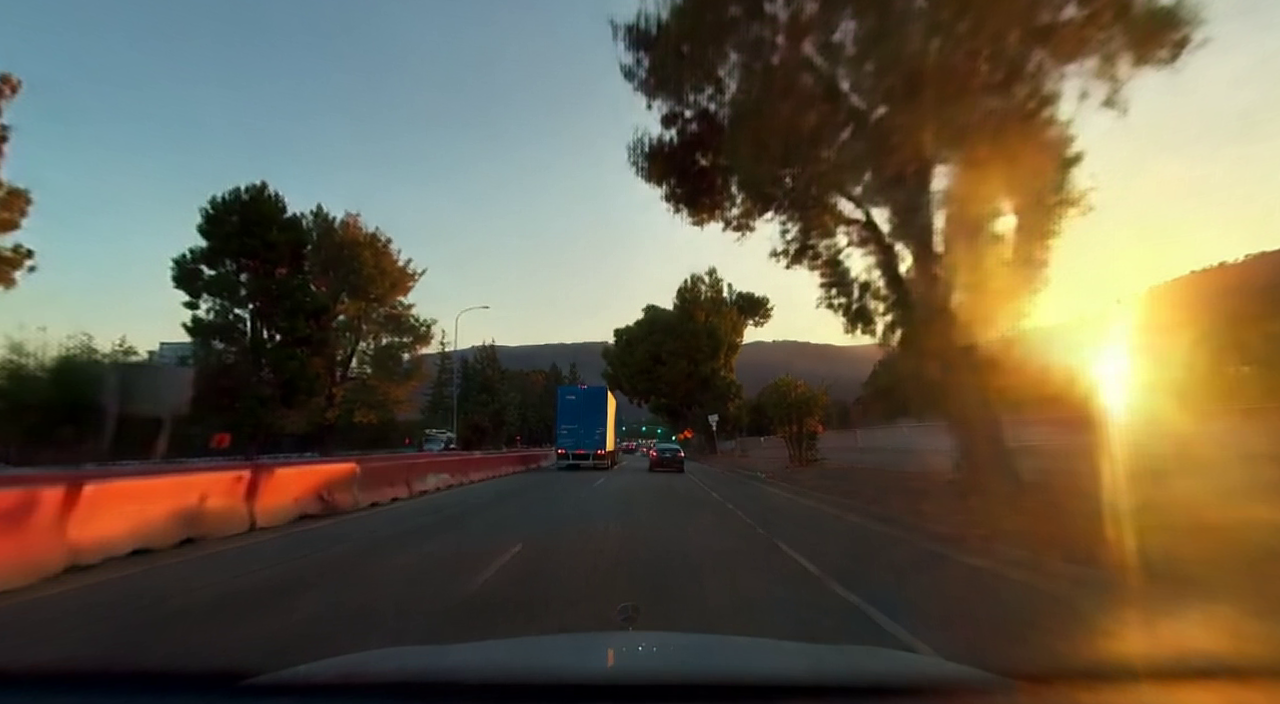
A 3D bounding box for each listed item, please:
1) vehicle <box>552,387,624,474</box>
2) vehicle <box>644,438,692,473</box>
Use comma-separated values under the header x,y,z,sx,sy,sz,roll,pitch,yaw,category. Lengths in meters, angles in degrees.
x,y,z,sx,sy,sz,roll,pitch,yaw,category
-2.684,4.890,38.149,2.906,4.115,15.715,0,-8,1,vehicle
1.387,5.356,32.888,2.304,1.675,4.462,0,-8,0,vehicle
